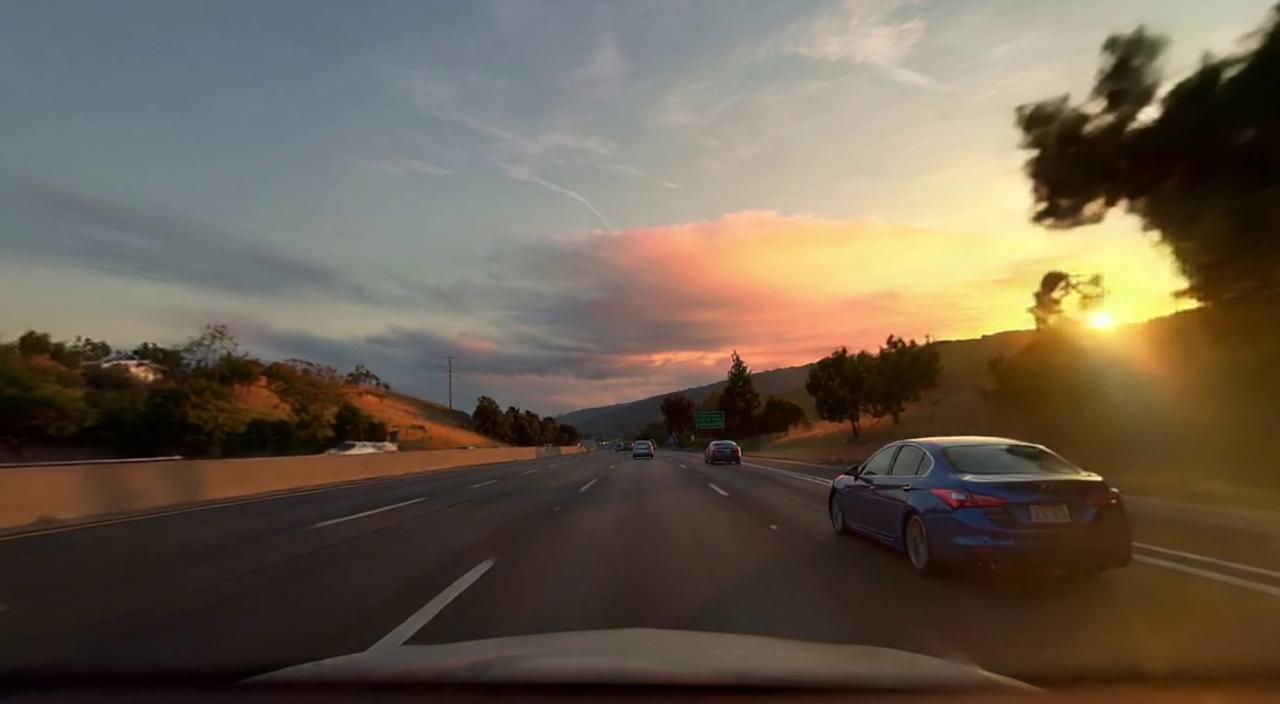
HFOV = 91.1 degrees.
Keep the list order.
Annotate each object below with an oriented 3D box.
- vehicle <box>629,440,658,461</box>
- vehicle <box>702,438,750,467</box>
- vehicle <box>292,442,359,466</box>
[{"bbox_3d":[0.262,7.232,46.251,2.052,1.449,3.857,0,-8,0],"label":"vehicle"},{"bbox_3d":[4.780,5.628,35.461,2.008,1.524,4.598,0,-8,0],"label":"vehicle"},{"bbox_3d":[-21.242,6.871,42.697,1.901,1.527,4.992,0,-8,1],"label":"vehicle"}]
